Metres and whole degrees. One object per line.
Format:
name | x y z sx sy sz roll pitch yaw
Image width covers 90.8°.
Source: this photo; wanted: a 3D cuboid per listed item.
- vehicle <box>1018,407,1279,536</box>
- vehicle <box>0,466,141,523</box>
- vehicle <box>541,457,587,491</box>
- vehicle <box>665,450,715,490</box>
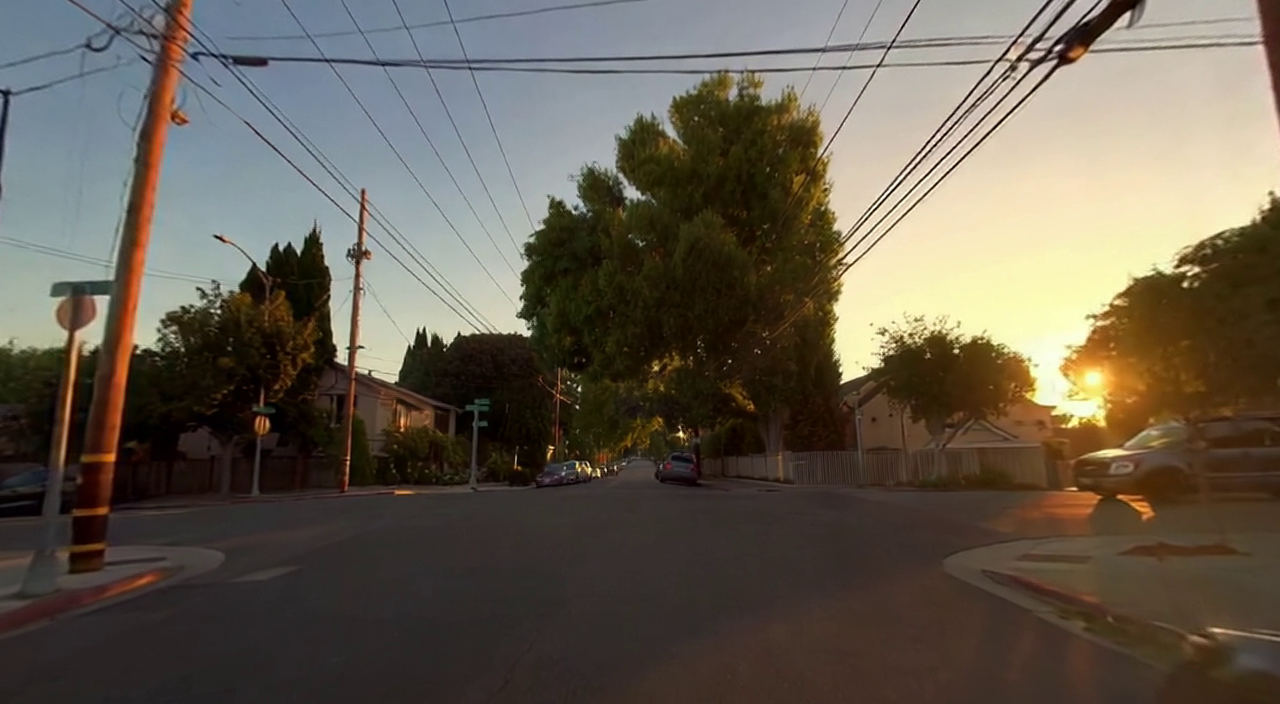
vehicle | 9.656 2.002 10.903 4.677 1.949 2.334 -1 -9 3
vehicle | -19.210 4.639 20.704 3.977 1.665 1.976 0 -9 0
vehicle | -4.338 7.080 36.919 2.189 1.771 4.571 0 -9 -1
vehicle | 2.561 6.153 33.371 2.051 1.874 4.459 0 -9 -3
